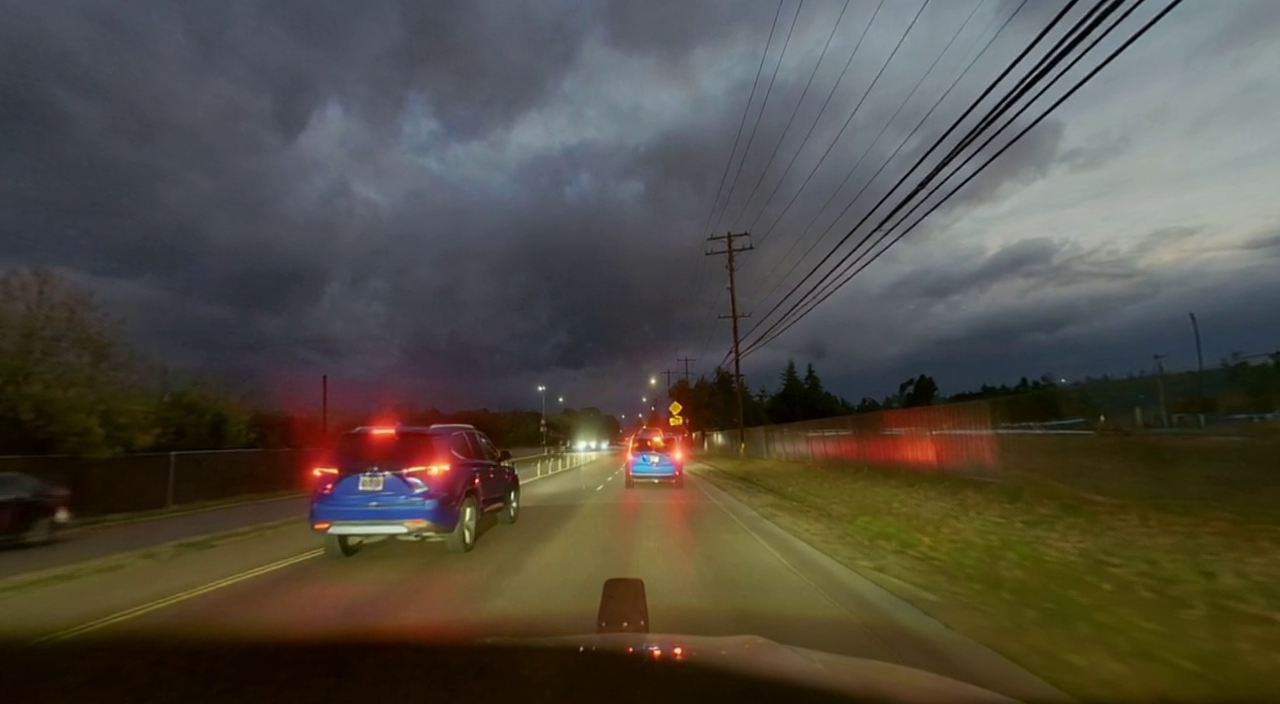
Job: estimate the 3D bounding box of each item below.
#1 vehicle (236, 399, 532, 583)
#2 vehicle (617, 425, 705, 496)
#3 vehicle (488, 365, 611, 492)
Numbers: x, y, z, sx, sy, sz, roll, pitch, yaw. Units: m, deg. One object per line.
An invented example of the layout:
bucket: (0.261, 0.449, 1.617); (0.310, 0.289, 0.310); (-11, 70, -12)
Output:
vehicle: (-2.976, 1.746, 8.686); (2.093, 1.832, 4.508); (0, -9, 1)
vehicle: (0.527, 2.999, 17.717); (2.174, 1.749, 4.113); (0, -9, 0)
vehicle: (-2.855, 3.007, 23.625); (2.928, 3.658, 10.953); (0, -9, 0)
